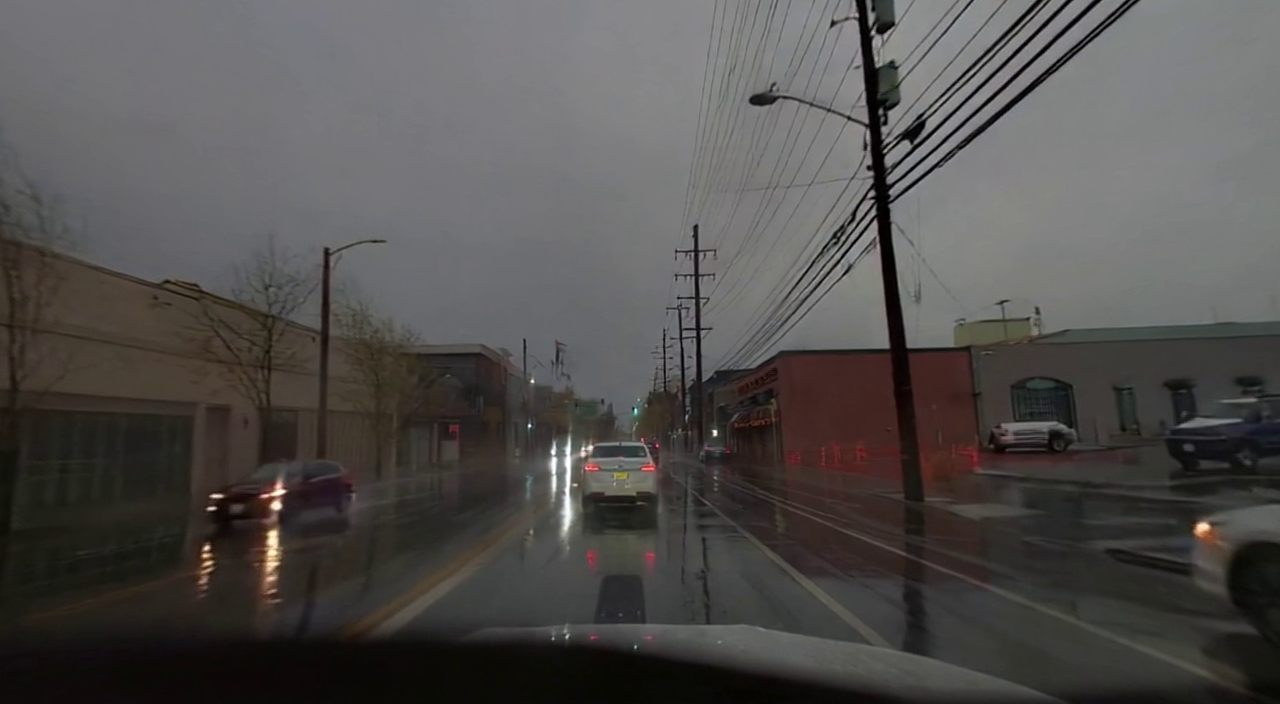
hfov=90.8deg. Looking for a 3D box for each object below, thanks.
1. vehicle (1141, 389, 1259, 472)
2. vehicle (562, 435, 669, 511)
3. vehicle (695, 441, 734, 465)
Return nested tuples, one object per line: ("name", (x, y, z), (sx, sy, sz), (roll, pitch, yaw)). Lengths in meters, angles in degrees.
("vehicle", (16.872, 2.450, 19.334), (2.183, 2.144, 5.879), (-7, -11, 38))
("vehicle", (-0.507, 2.708, 14.607), (2.116, 1.479, 3.980), (0, -8, -1))
("vehicle", (4.798, 6.575, 41.165), (1.908, 1.470, 3.935), (0, -8, -2))
